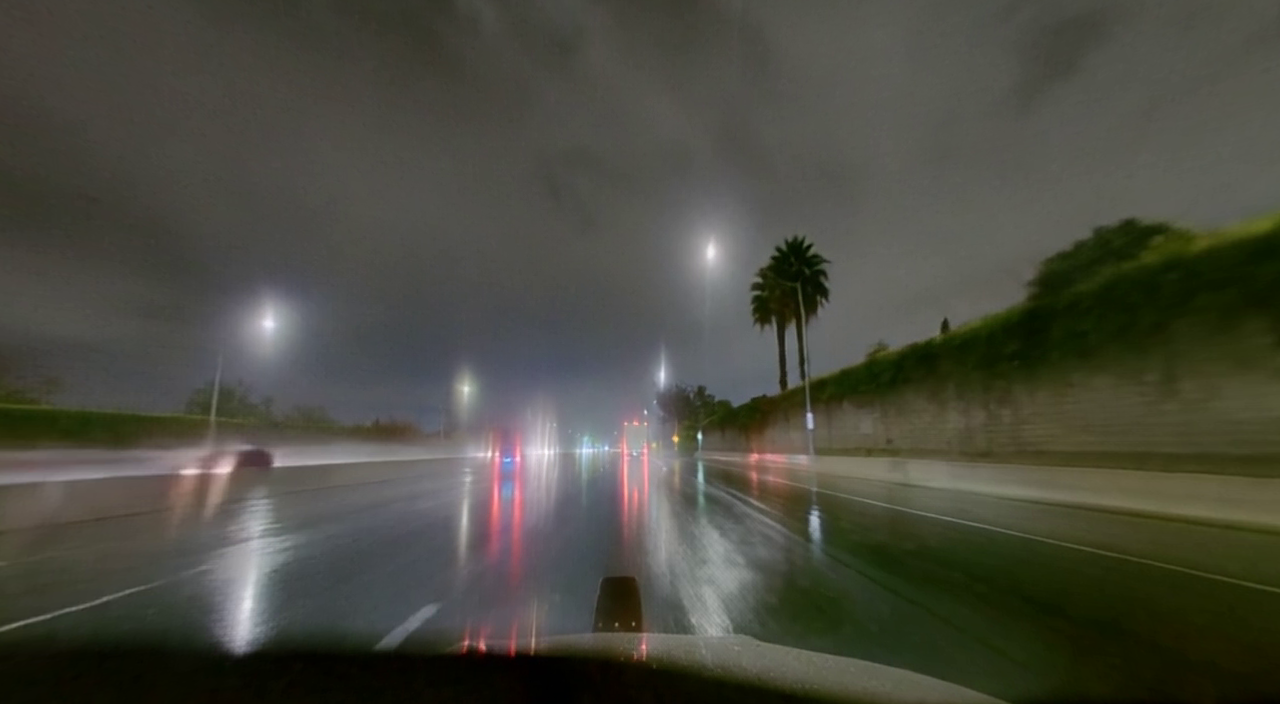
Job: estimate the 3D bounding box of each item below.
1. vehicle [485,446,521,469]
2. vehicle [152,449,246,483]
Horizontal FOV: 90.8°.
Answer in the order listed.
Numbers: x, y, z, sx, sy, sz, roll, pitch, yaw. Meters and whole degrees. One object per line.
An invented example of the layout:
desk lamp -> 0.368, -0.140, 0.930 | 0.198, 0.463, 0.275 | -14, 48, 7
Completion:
vehicle -> -10.594, 8.180, 49.153 | 1.897, 1.653, 4.113 | 0, -9, 0
vehicle -> -22.850, 5.883, 32.947 | 1.894, 1.619, 4.181 | 0, -9, -1
